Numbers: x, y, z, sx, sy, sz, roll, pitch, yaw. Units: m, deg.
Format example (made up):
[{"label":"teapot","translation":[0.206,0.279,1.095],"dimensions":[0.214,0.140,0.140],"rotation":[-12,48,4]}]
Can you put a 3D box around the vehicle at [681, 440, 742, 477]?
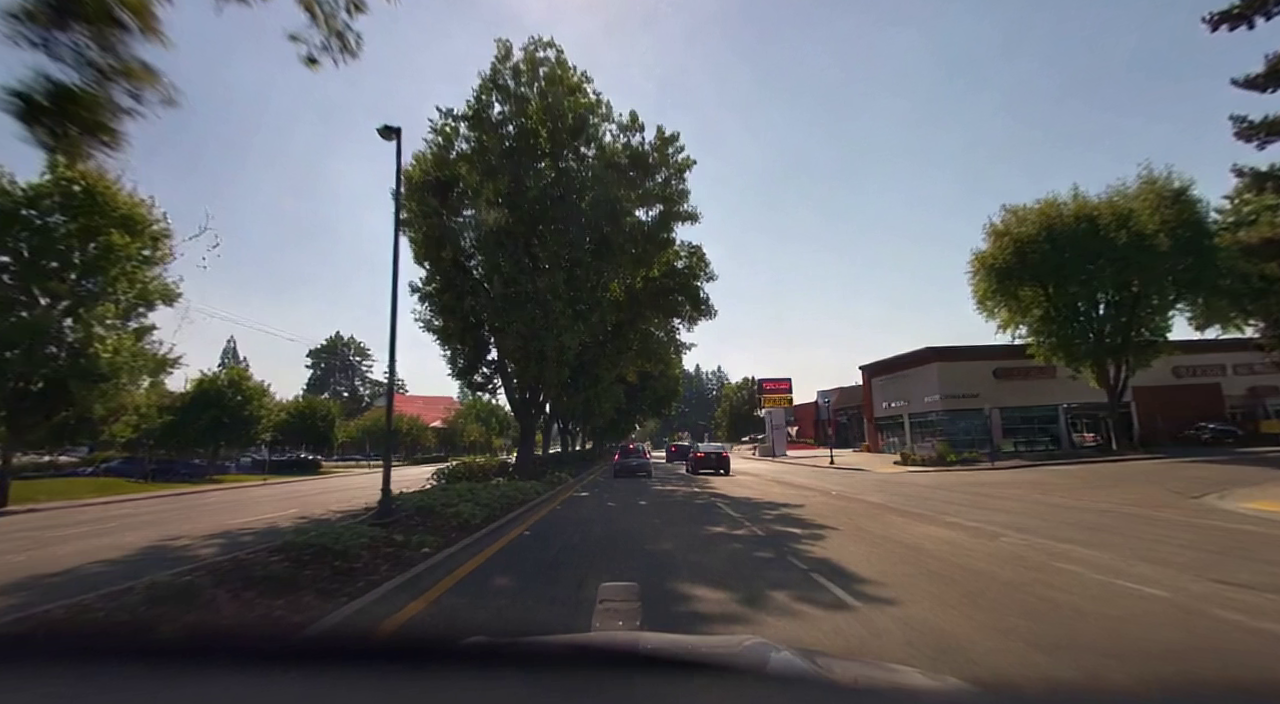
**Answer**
[{"label":"vehicle","translation":[3.121,4.776,28.642],"dimensions":[2.057,1.491,4.675],"rotation":[0,-8,-2]}]

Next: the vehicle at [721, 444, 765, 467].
[{"label":"vehicle","translation":[6.580,6.635,40.648],"dimensions":[2.068,1.393,3.874],"rotation":[0,-8,-1]}]

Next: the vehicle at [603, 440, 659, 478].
[{"label":"vehicle","translation":[-0.421,4.610,27.476],"dimensions":[2.242,1.474,4.127],"rotation":[0,-8,-1]}]
